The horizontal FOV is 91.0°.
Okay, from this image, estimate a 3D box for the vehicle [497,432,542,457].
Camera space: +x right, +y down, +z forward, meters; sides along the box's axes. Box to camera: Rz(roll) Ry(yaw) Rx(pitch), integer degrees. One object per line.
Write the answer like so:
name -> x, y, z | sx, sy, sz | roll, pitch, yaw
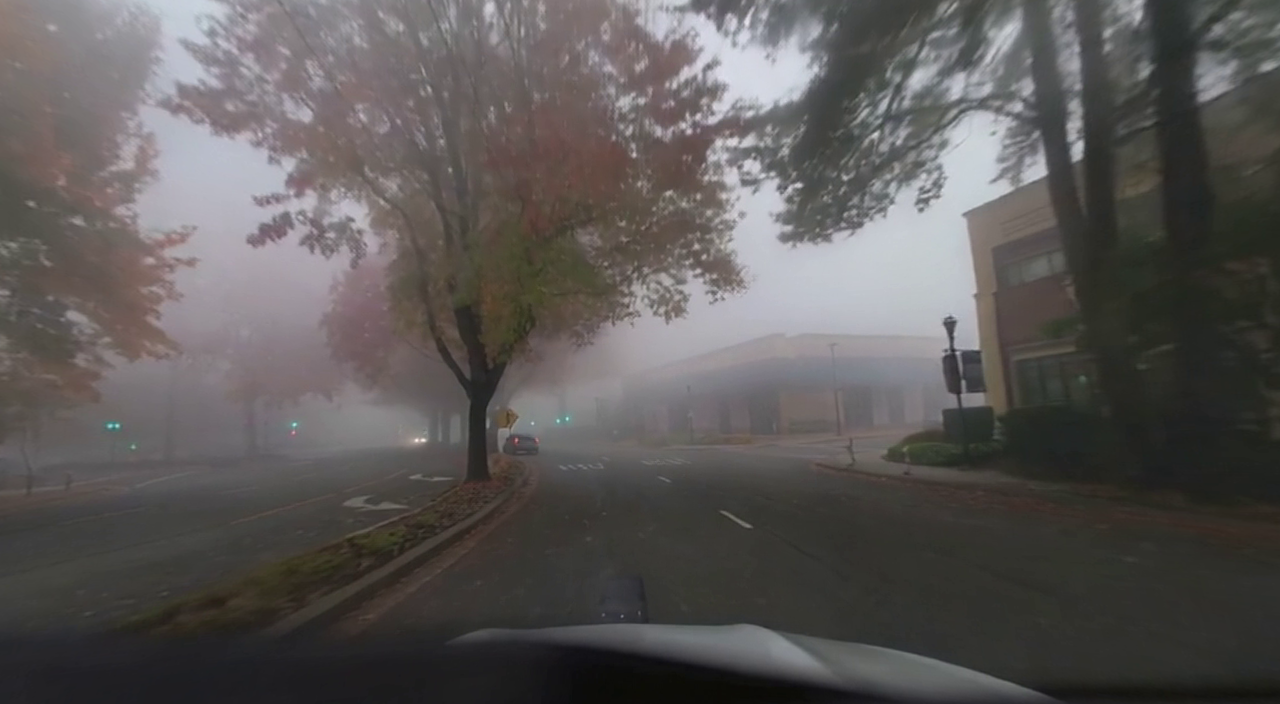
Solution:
vehicle -> -7.879, 5.993, 40.953 | 2.018, 1.512, 4.304 | 3, -8, -22
